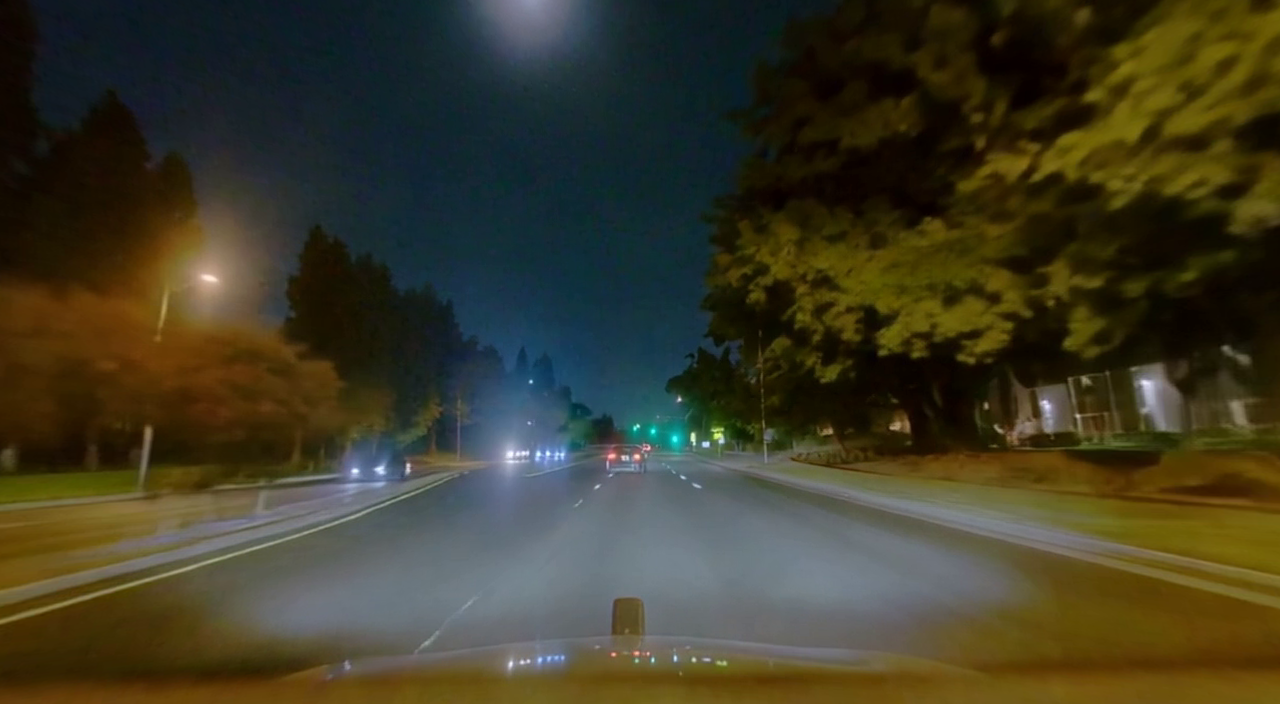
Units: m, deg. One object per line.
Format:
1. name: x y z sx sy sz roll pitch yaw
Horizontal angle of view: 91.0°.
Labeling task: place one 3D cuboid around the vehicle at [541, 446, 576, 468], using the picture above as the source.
1. vehicle: -5.831 7.536 45.339 2.014 1.472 4.357 0 -9 -1

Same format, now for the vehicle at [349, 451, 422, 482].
1. vehicle: -13.683 6.153 34.172 1.949 1.517 4.459 0 -9 2

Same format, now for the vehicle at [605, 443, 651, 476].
1. vehicle: -0.520 5.409 31.920 2.106 1.517 4.375 0 -9 2
